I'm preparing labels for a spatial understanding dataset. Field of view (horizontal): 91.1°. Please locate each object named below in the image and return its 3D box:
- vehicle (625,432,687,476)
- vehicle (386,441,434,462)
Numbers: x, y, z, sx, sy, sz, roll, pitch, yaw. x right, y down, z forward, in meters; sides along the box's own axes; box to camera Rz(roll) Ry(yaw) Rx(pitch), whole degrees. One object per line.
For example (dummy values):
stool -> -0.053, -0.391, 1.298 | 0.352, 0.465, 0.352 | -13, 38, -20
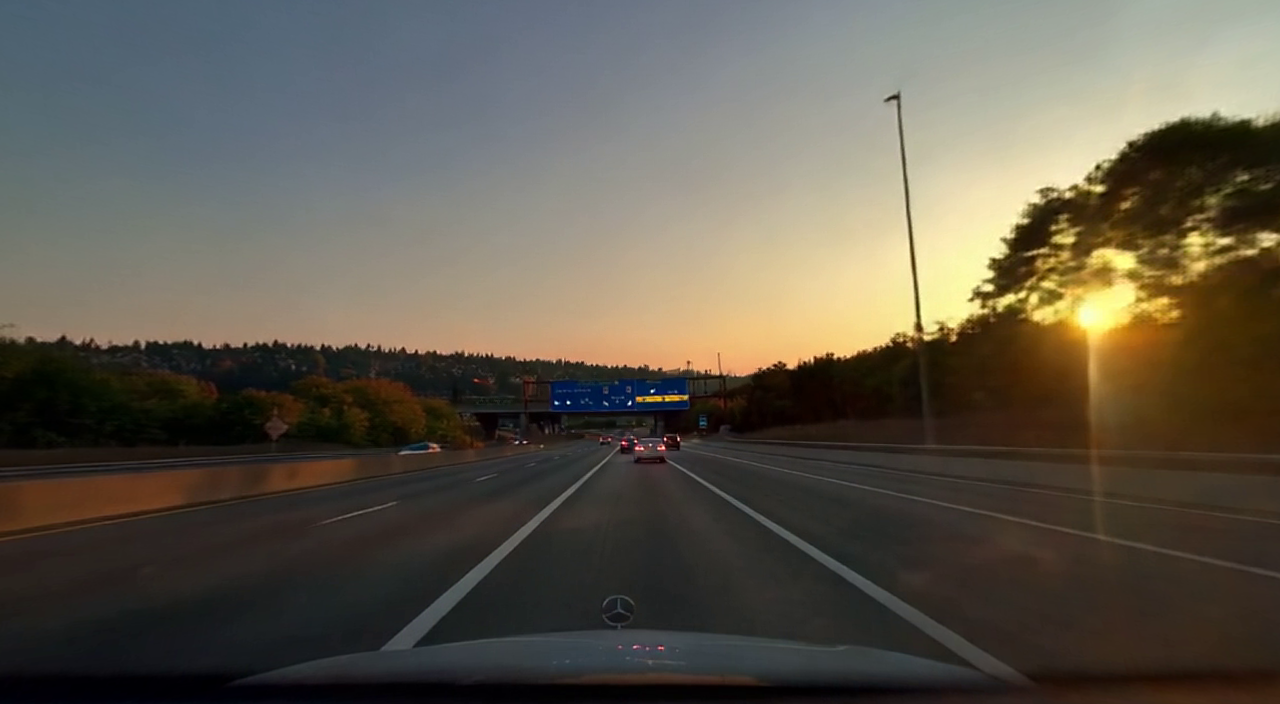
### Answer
vehicle -> 0.506, 3.728, 23.281 | 2.046, 1.467, 3.844 | 0, -8, -2
vehicle -> -18.055, 7.812, 49.498 | 1.997, 1.480, 4.709 | 0, -8, 0
